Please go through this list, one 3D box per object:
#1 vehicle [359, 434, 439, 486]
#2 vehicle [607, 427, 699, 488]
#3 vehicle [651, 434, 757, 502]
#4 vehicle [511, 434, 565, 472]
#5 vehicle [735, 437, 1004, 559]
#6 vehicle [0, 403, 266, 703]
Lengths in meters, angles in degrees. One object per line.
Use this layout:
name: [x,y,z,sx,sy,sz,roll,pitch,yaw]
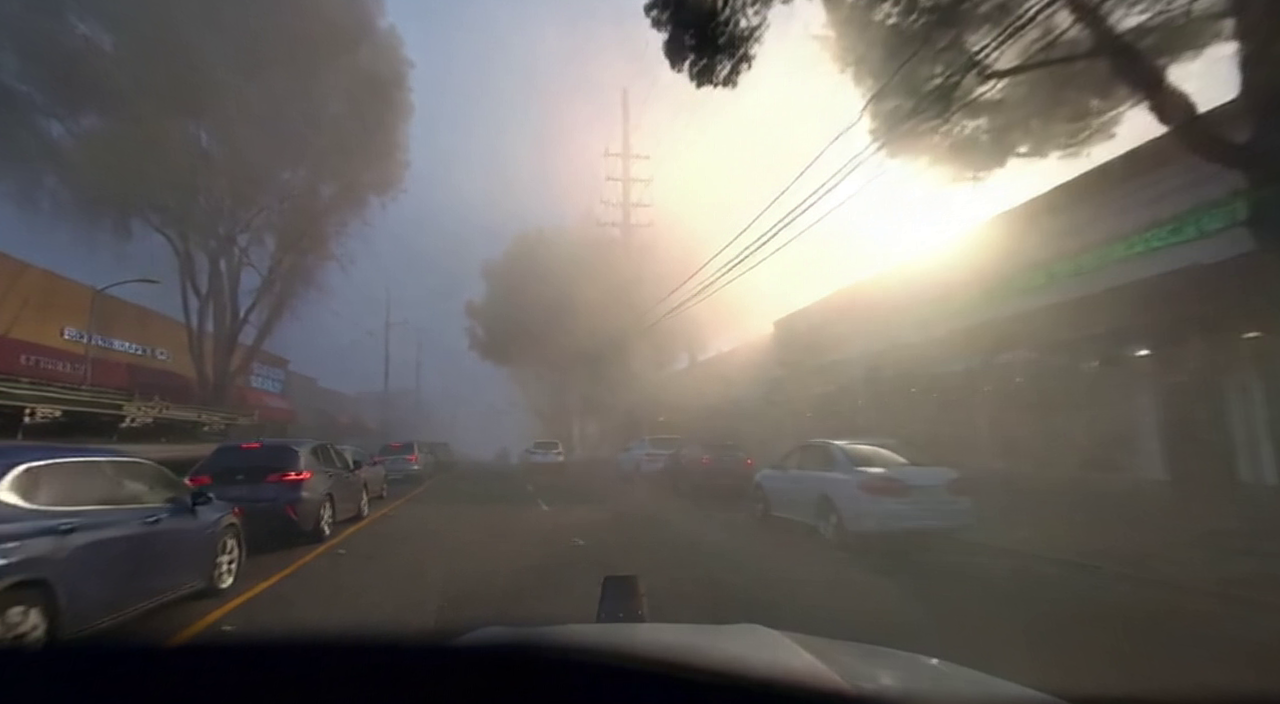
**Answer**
vehicle: [-9.431,4.221,25.181,2.341,1.825,4.924,2,-9,-14]
vehicle: [0.320,3.872,23.523,2.243,1.992,5.087,2,-9,-13]
vehicle: [1.708,3.294,18.391,1.882,1.704,4.055,2,-9,-12]
vehicle: [-5.529,5.360,33.801,2.440,1.882,4.611,2,-9,-13]
vehicle: [3.419,2.253,10.694,2.059,1.550,4.703,2,-9,-12]
vehicle: [-4.610,1.261,4.317,2.087,1.646,4.563,2,-9,-12]
